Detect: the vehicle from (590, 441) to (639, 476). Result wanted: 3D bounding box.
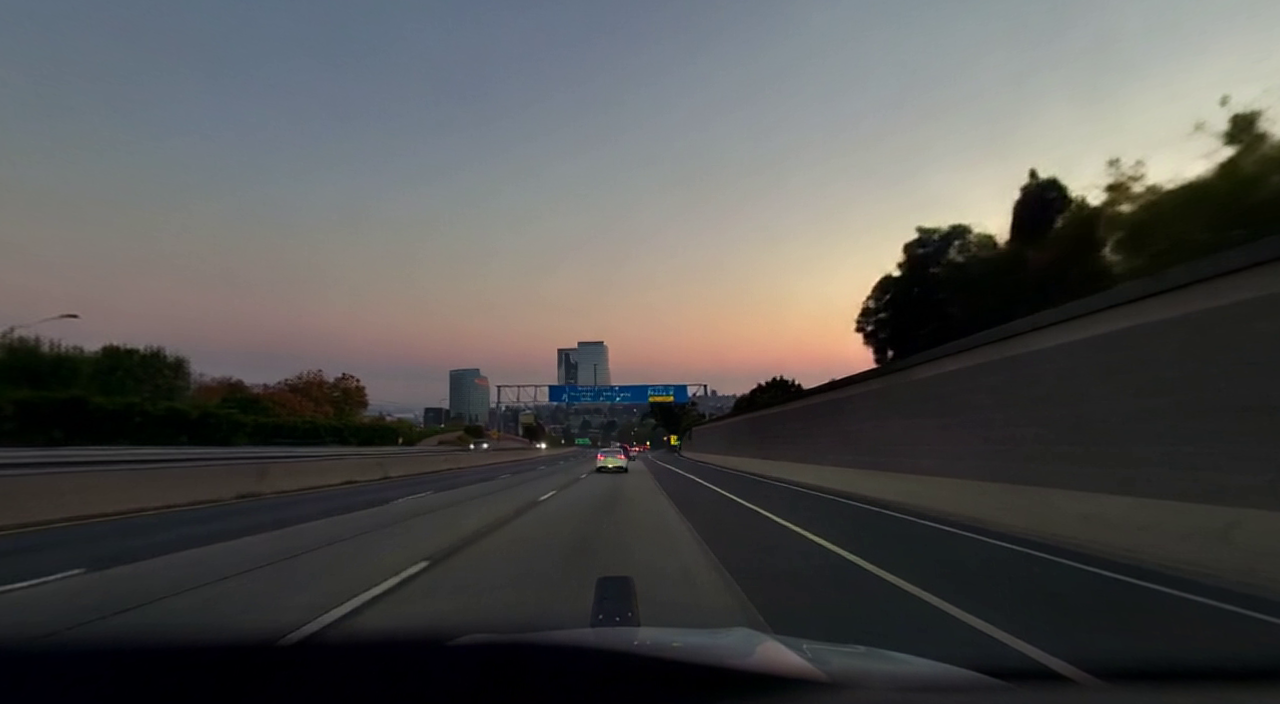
[{"bbox_3d":[-1.165,5.091,30.079,2.055,1.509,4.255,-1,-9,2],"label":"vehicle"}]
